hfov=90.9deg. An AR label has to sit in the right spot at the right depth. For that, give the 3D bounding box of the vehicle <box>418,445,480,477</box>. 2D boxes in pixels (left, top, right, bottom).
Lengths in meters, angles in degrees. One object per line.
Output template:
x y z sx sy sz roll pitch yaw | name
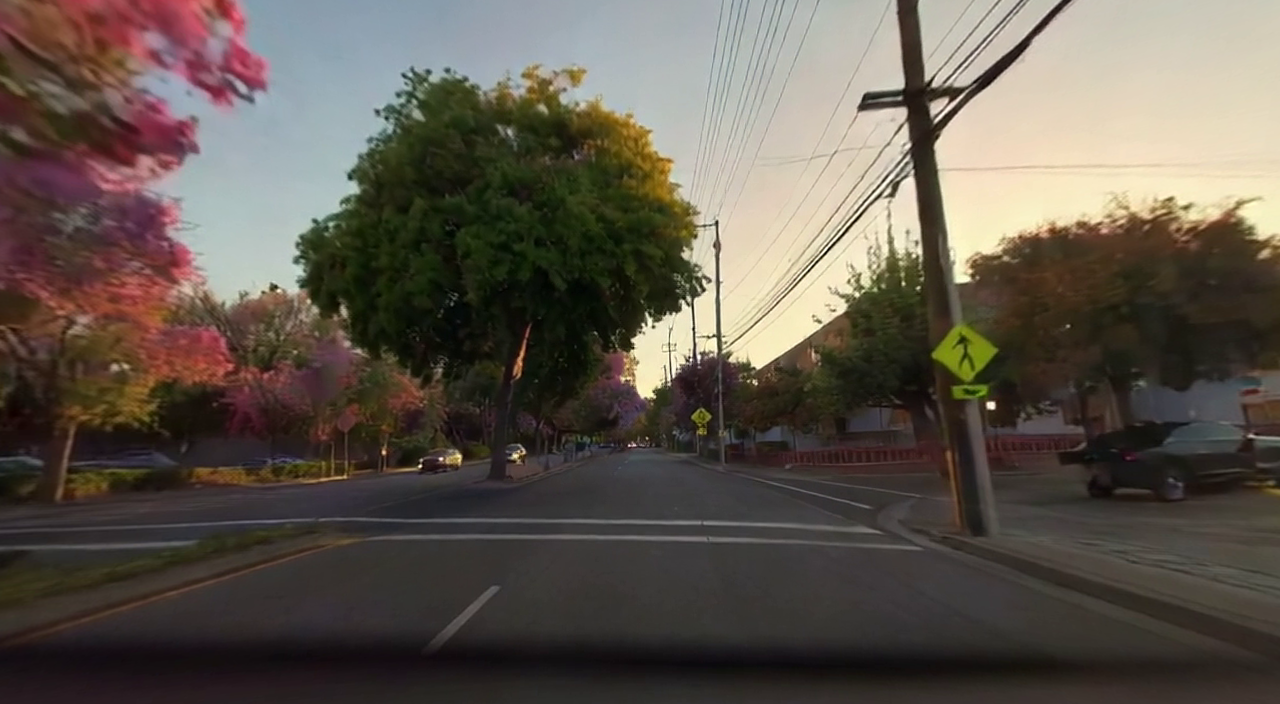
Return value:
-10.638 6.061 35.471 1.993 1.661 4.756 0 -9 0 | vehicle

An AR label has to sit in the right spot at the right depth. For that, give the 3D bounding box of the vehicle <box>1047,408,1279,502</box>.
12.369 2.229 13.891 5.666 1.815 2.137 2 -9 -12 | vehicle
